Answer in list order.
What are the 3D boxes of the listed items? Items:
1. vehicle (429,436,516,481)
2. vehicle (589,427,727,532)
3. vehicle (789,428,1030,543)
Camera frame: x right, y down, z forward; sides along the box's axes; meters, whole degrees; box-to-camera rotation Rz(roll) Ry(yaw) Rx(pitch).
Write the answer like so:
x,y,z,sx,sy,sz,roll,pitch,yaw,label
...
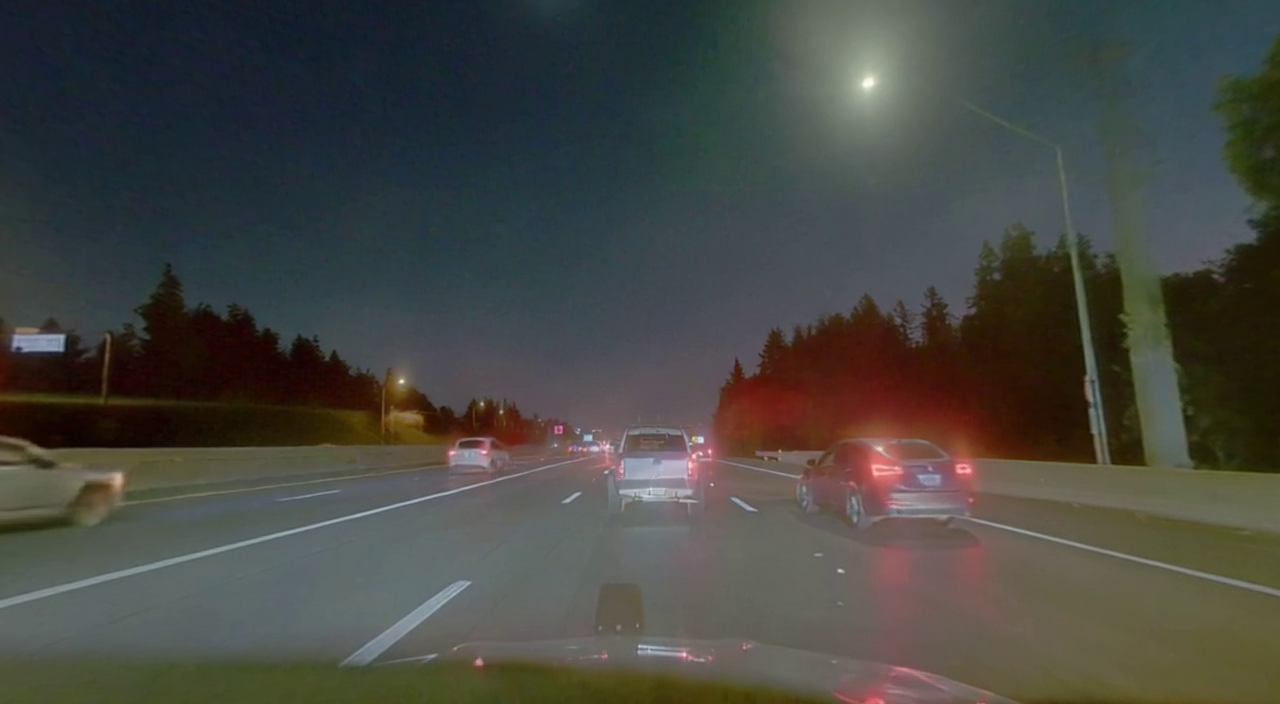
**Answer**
x,y,z,sx,sy,sz,roll,pitch,yaw,label
-6.637,4.281,25.546,2.127,1.644,4.631,0,-9,1,vehicle
0.275,2.193,11.354,2.044,1.554,3.824,0,-9,0,vehicle
4.142,2.130,10.756,2.002,1.499,4.710,0,-9,0,vehicle
